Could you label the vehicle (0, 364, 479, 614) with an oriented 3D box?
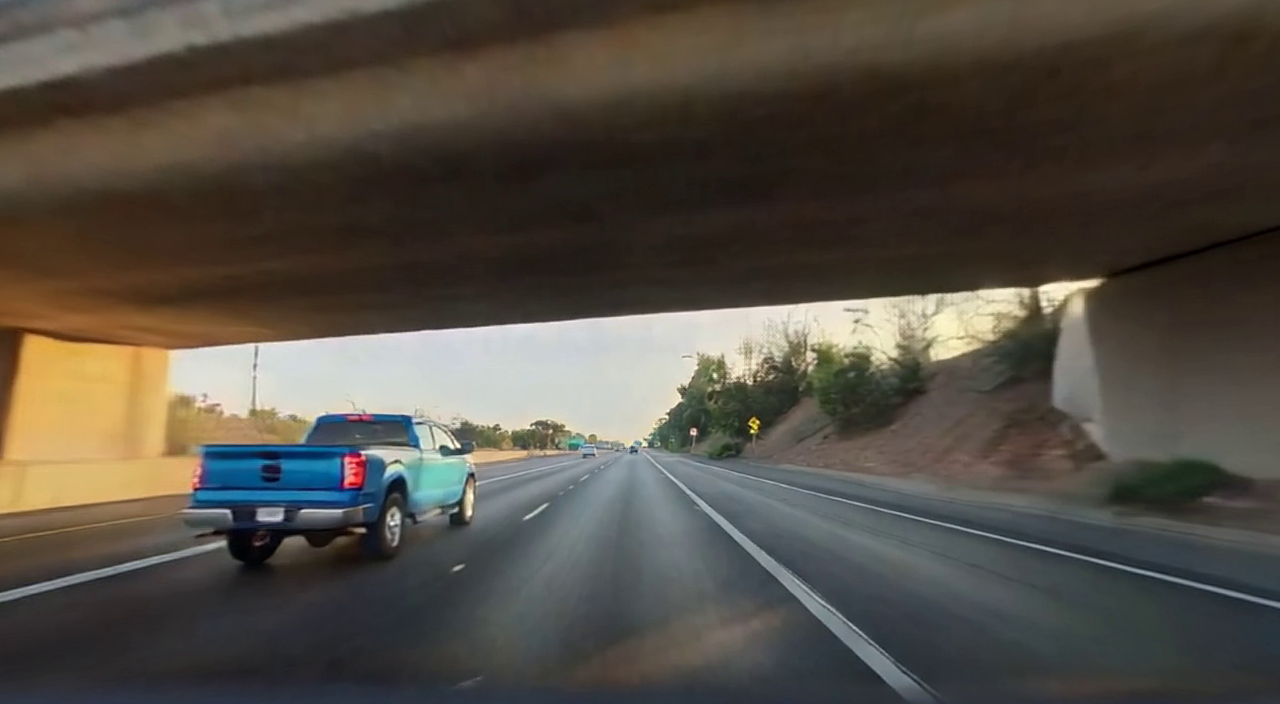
[{"bbox_3d":[-4.128,1.525,8.090,2.529,2.003,5.904,0,-8,1],"label":"vehicle"}]
